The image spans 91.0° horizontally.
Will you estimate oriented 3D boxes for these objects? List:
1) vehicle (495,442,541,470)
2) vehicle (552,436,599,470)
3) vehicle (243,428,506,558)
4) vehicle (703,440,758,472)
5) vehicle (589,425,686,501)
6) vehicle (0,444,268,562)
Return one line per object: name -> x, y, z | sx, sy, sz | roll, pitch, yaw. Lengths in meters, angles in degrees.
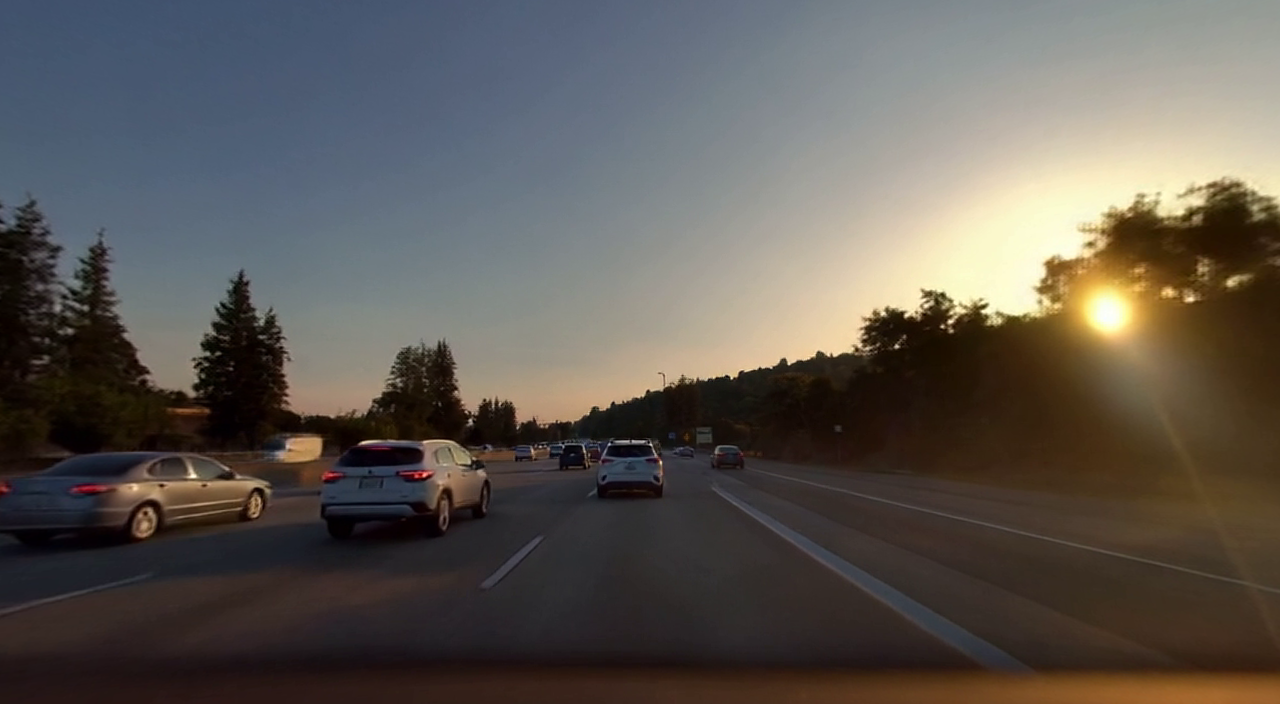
vehicle -> -7.402, 6.335, 38.596 | 1.931, 1.617, 4.060 | 0, -8, 0
vehicle -> -3.604, 5.722, 35.922 | 2.142, 1.808, 4.266 | 0, -8, 1
vehicle -> -3.561, 1.968, 9.556 | 2.011, 1.498, 4.341 | 0, -8, 1
vehicle -> 4.522, 5.254, 32.023 | 2.006, 1.474, 4.669 | 0, -9, -1
vehicle -> -0.056, 2.859, 16.594 | 2.223, 1.722, 4.177 | 0, -8, 0
vehicle -> -7.938, 2.118, 9.628 | 1.948, 1.391, 4.111 | 0, -8, 1
